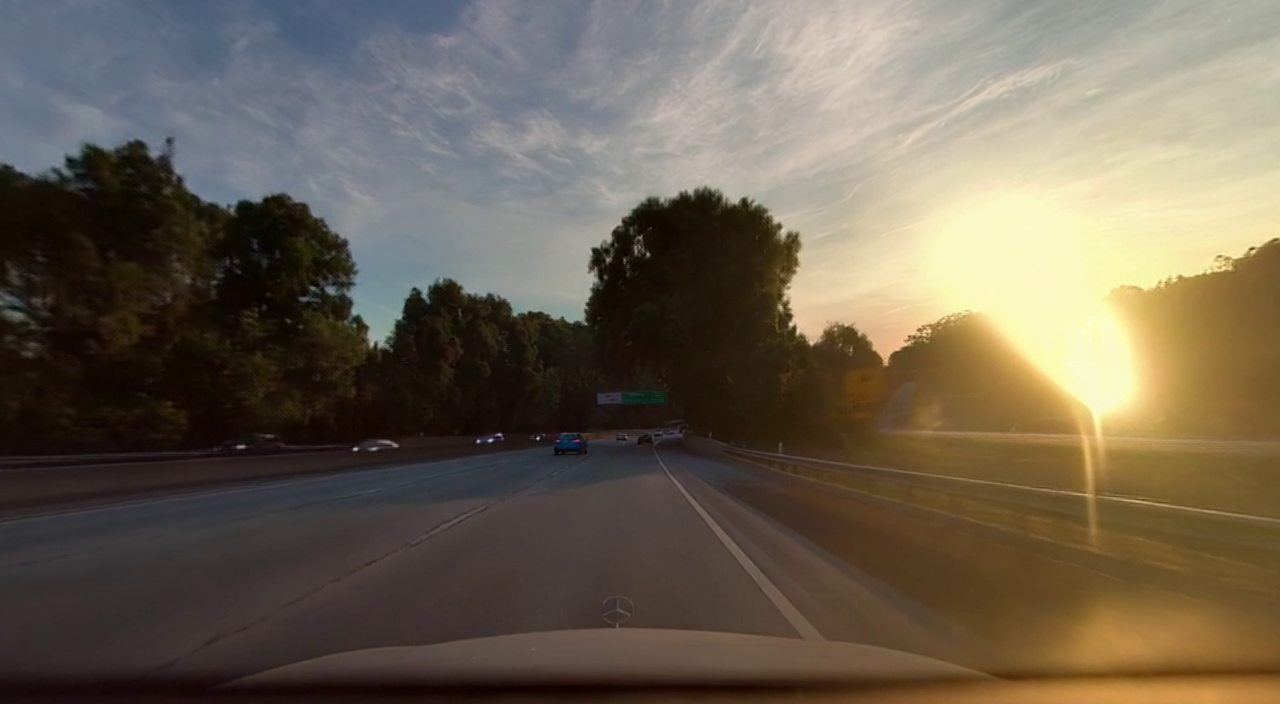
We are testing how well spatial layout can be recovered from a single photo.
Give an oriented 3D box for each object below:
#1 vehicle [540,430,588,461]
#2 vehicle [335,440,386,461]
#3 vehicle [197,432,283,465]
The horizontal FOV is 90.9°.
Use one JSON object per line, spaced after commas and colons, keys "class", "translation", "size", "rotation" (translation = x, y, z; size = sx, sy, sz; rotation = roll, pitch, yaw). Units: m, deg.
{"class": "vehicle", "translation": [-4.192, 5.226, 35.495], "size": [2.052, 1.626, 4.514], "rotation": [0, -8, 1]}
{"class": "vehicle", "translation": [-20.043, 7.065, 45.362], "size": [1.799, 1.413, 4.065], "rotation": [0, -8, 0]}
{"class": "vehicle", "translation": [-24.654, 5.953, 39.071], "size": [2.069, 1.916, 4.876], "rotation": [0, -8, 0]}
